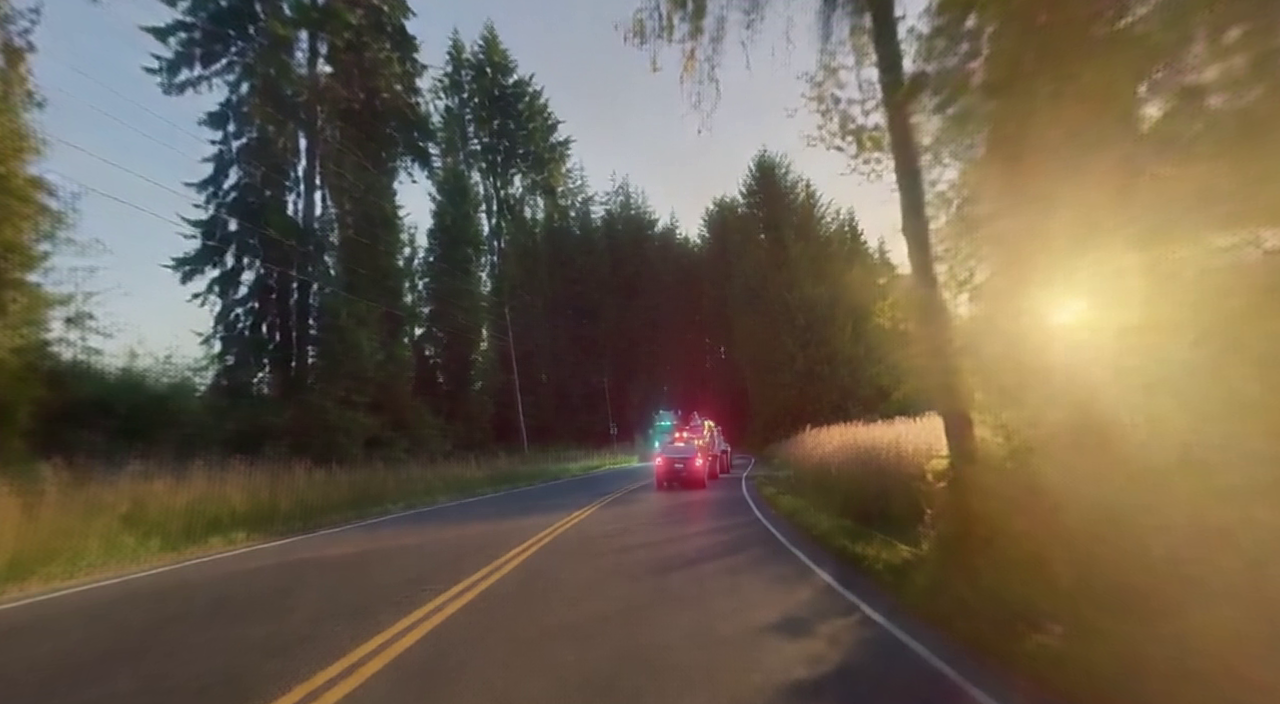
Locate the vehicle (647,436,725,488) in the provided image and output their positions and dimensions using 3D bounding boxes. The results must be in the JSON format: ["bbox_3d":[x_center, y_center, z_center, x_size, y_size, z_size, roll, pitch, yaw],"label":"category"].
[{"bbox_3d":[1.556,3.440,20.113,2.196,1.465,4.294,-1,-8,7],"label":"vehicle"}]
